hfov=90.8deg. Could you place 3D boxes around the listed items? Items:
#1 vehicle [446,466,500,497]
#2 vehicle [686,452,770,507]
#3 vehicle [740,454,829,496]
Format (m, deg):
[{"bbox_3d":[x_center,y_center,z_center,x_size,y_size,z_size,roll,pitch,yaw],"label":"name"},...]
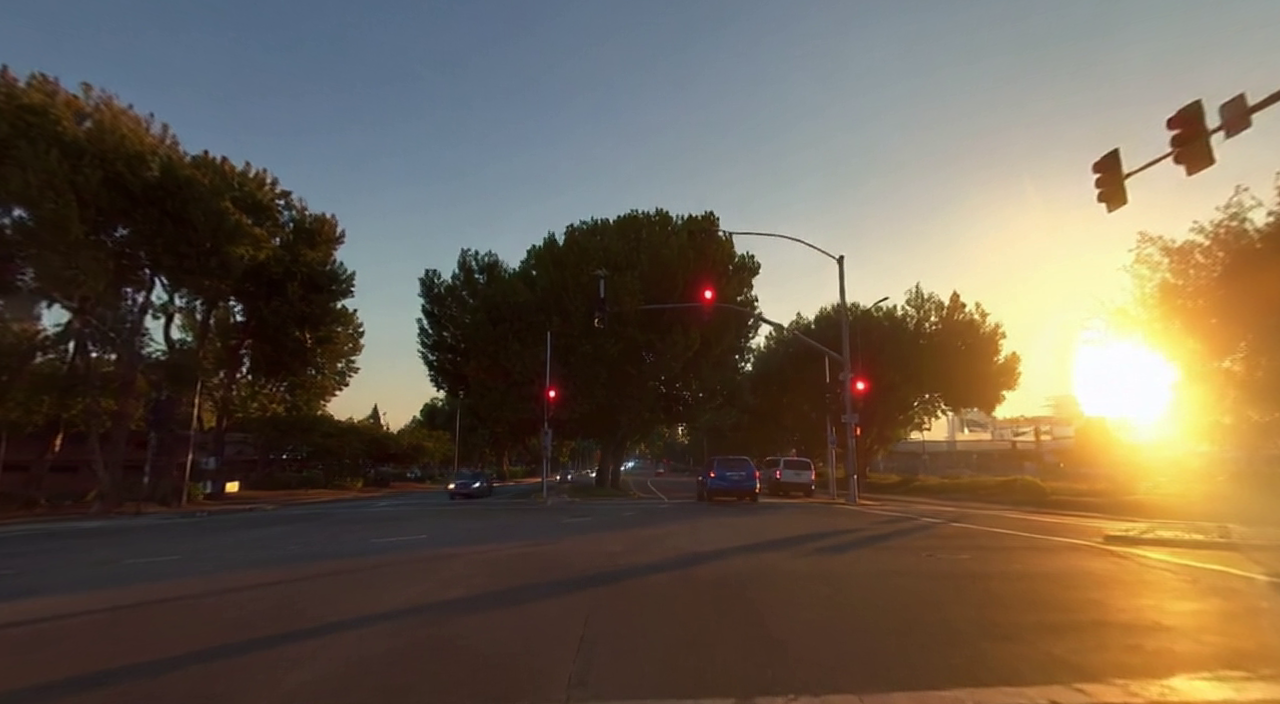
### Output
[{"bbox_3d":[-8.980,6.992,34.312,1.818,1.397,4.026,0,-9,0],"label":"vehicle"},{"bbox_3d":[2.933,4.385,22.256,2.140,1.655,4.786,0,-9,-2],"label":"vehicle"},{"bbox_3d":[8.732,7.529,39.223,2.771,2.214,7.159,2,-9,-10],"label":"vehicle"}]
